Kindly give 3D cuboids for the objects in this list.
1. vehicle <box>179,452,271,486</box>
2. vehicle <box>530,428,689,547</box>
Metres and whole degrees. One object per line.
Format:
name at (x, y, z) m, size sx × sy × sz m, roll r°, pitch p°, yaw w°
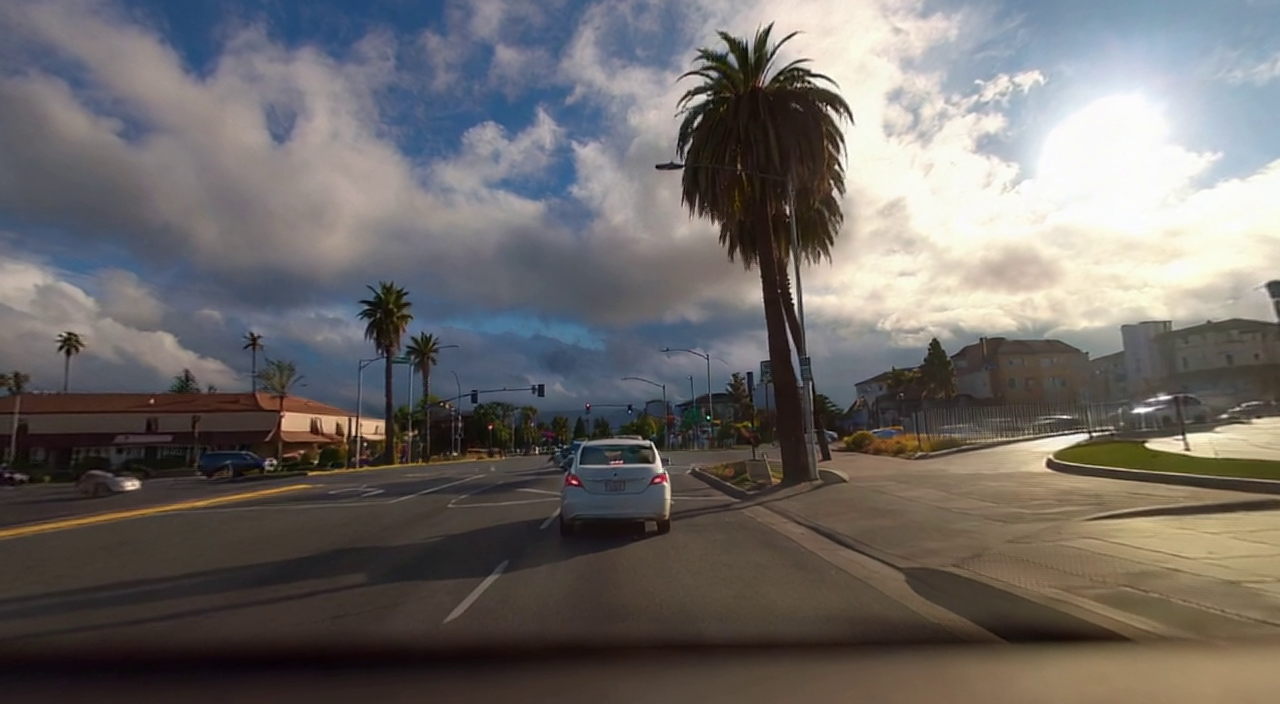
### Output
vehicle at (-23.188, 6.511, 35.564) m, size 1.990 × 1.752 × 4.673 m, roll 0°, pitch -9°, yaw -1°
vehicle at (-0.427, 2.060, 10.191) m, size 2.060 × 1.526 × 3.859 m, roll 0°, pitch -9°, yaw -1°
